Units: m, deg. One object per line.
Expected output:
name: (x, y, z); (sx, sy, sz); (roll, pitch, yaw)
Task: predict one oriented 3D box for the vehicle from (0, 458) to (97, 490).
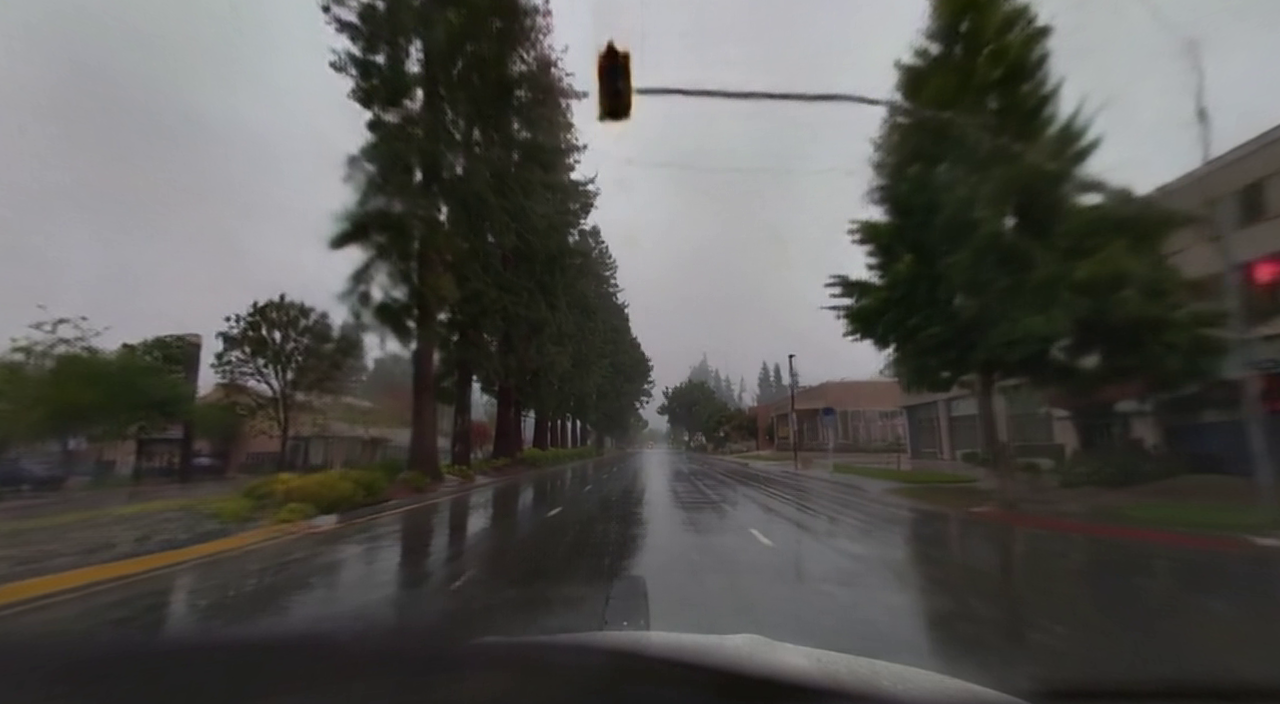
vehicle: (-32.003, 6.447, 33.673); (1.876, 1.470, 4.706); (0, -8, -3)
